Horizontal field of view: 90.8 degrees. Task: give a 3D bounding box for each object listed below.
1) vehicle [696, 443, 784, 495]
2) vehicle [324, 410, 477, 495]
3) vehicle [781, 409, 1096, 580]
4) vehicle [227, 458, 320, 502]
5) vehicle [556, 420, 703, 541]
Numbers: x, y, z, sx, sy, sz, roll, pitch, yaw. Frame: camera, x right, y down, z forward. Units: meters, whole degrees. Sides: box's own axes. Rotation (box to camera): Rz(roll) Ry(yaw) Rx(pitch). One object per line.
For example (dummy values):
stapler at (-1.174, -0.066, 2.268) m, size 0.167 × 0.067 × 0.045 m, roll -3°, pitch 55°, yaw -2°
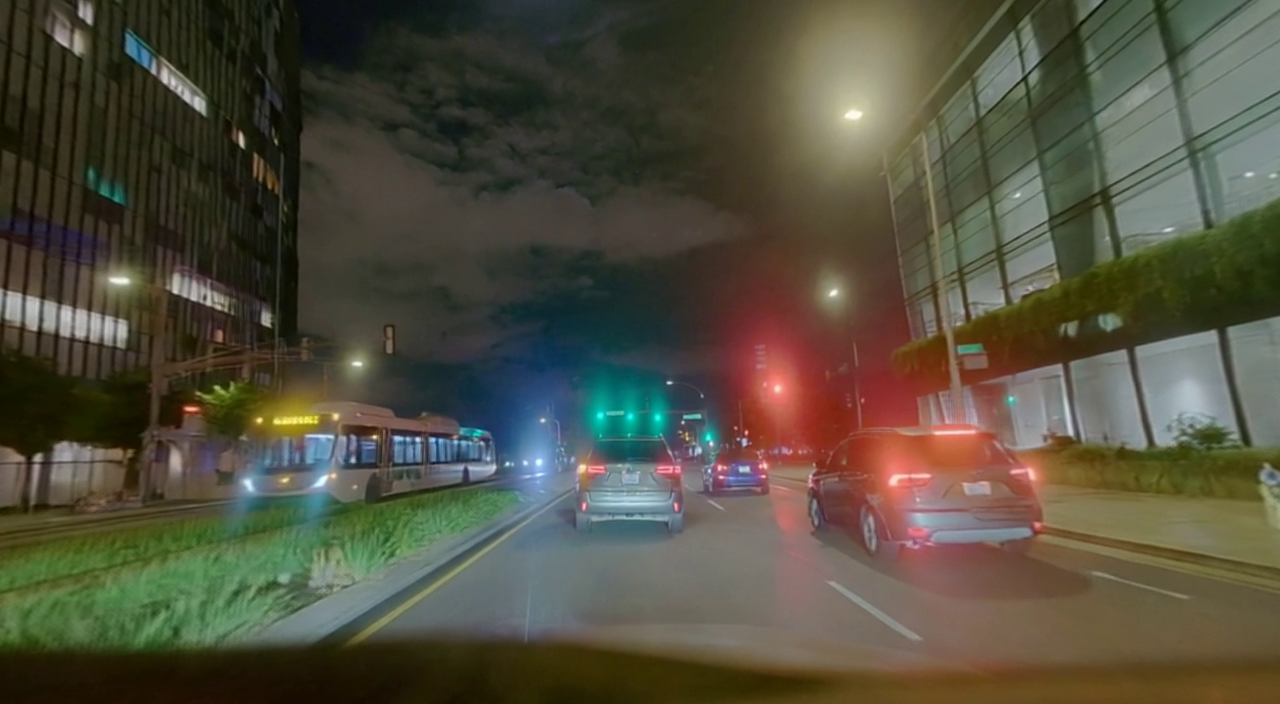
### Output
vehicle at (3.087, 3.696, 20.430) m, size 1.993 × 1.480 × 4.324 m, roll 0°, pitch -8°, yaw -2°
vehicle at (-10.953, 4.785, 30.570) m, size 3.053 × 3.359 × 10.539 m, roll 0°, pitch -8°, yaw 1°
vehicle at (3.572, 1.795, 8.823) m, size 2.029 × 1.717 × 4.624 m, roll 0°, pitch -8°, yaw -1°
vehicle at (-18.533, 6.454, 32.275) m, size 1.933 × 1.919 × 4.913 m, roll 0°, pitch -8°, yaw -2°
vehicle at (-0.206, 2.225, 11.590) m, size 2.178 × 1.779 × 4.255 m, roll 0°, pitch -8°, yaw -2°
